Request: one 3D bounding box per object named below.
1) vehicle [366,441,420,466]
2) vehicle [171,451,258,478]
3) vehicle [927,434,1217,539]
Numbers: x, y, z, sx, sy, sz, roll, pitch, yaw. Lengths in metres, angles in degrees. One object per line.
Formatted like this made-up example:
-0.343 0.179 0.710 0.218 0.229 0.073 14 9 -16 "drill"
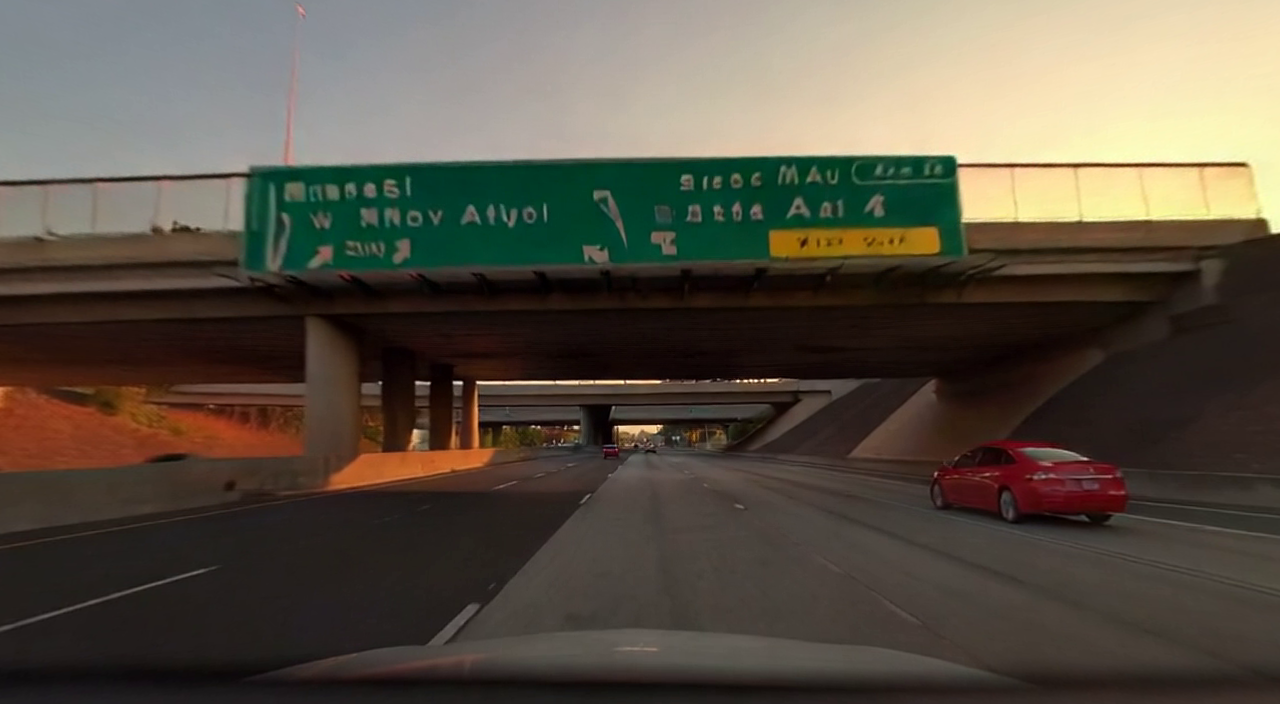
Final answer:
-17.824 7.367 45.774 1.961 1.700 4.758 0 -8 0 "vehicle"
-24.654 6.501 36.749 1.834 1.450 4.501 0 -8 1 "vehicle"
7.173 2.244 11.264 1.914 1.465 4.574 0 -8 0 "vehicle"
